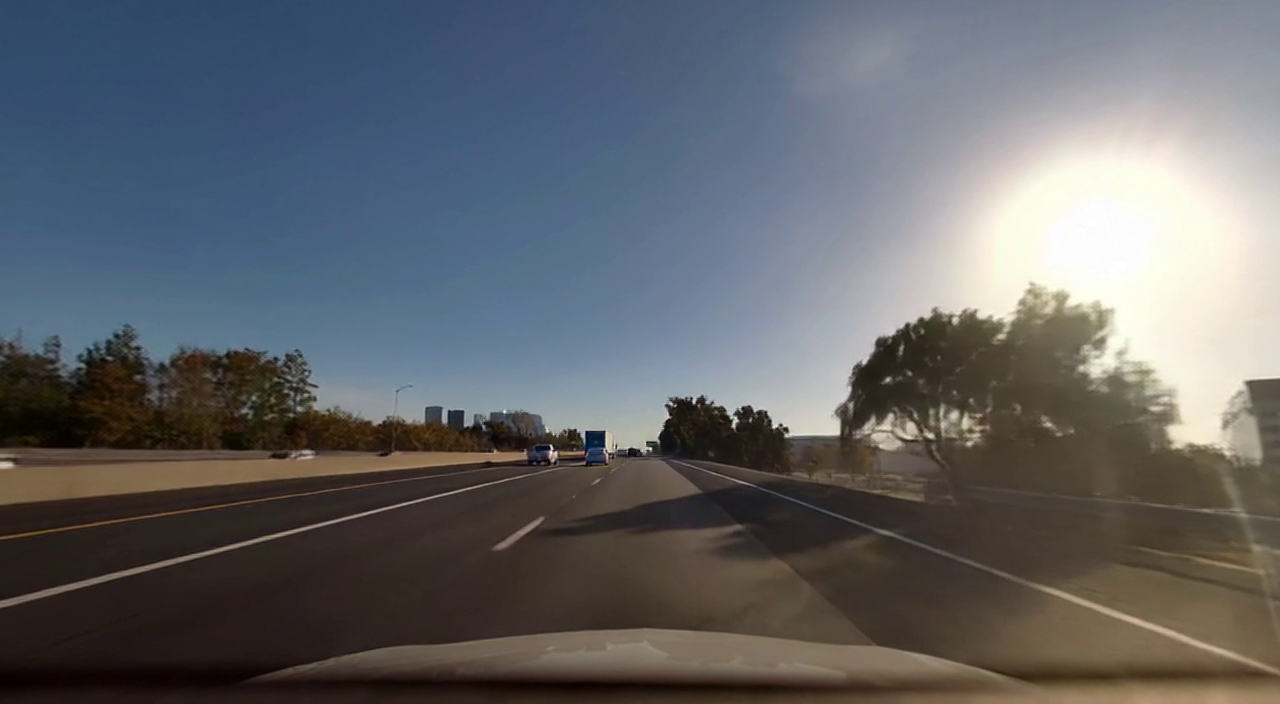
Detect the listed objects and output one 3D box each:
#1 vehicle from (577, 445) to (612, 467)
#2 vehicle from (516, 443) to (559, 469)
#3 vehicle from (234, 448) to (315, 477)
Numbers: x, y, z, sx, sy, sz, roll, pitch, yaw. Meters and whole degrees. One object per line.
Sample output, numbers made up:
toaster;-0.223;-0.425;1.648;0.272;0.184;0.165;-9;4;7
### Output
vehicle;-3.370;7.788;47.566;2.184;1.554;4.350;0;-8;2
vehicle;-6.888;7.008;42.824;2.075;1.646;4.405;0;-8;2
vehicle;-19.874;6.004;34.507;1.826;1.419;4.274;0;-8;1
